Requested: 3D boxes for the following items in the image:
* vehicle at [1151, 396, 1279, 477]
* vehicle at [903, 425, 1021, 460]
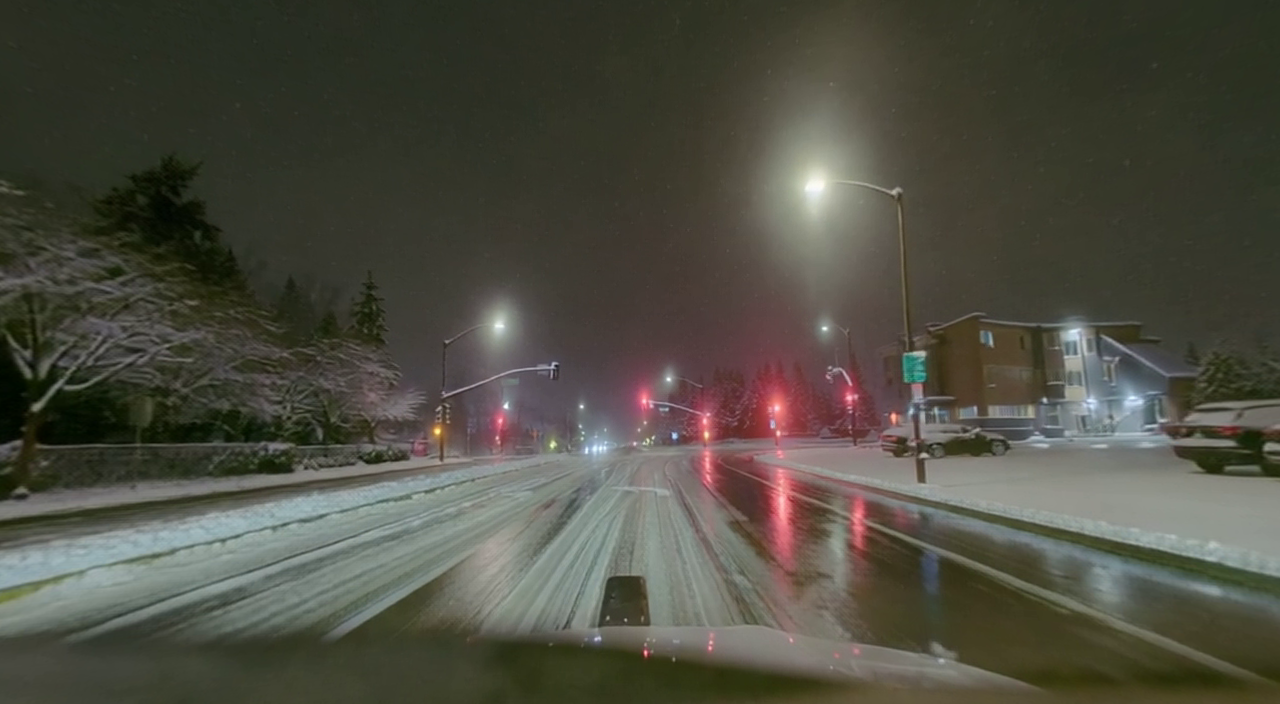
[{"bbox_3d":[14.063,1.834,13.583,4.358,1.625,1.842,0,-8,3],"label":"vehicle"},{"bbox_3d":[14.196,4.016,27.956,4.167,1.476,1.871,0,-8,0],"label":"vehicle"}]
